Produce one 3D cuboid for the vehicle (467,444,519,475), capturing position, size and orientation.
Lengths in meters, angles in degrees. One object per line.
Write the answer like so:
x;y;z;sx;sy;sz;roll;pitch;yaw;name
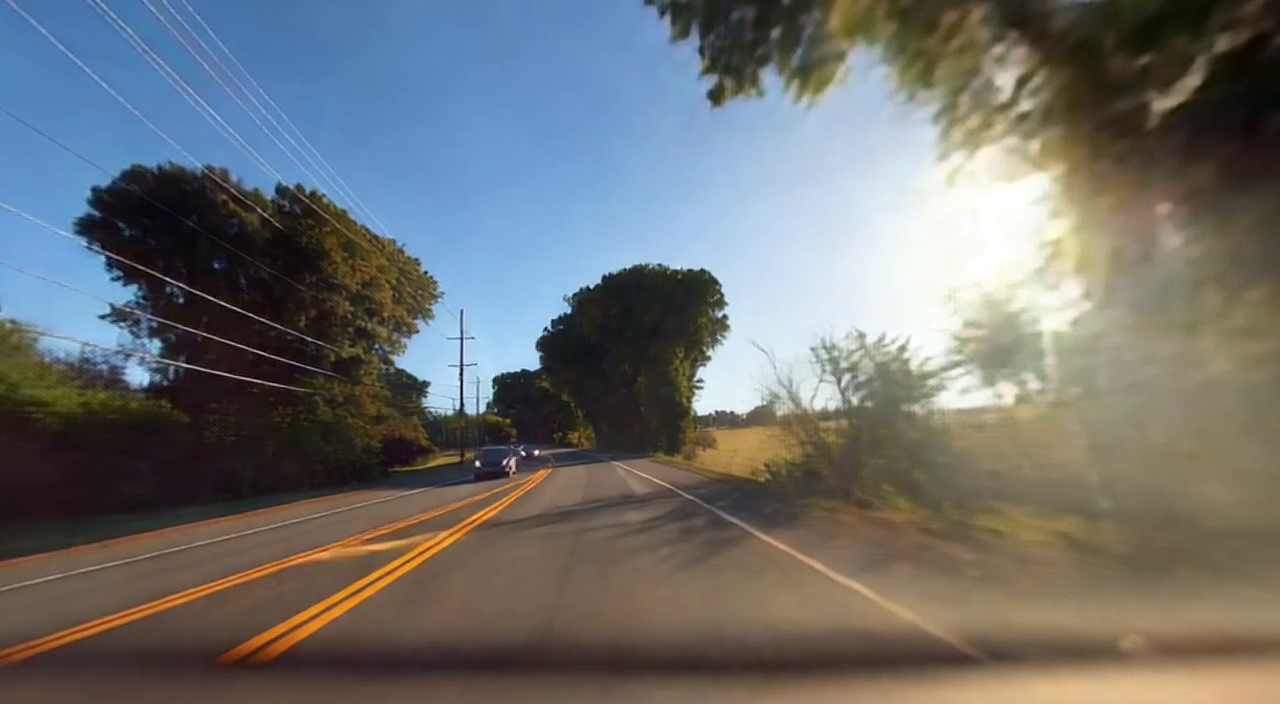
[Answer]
-8.233;6.037;35.766;2.099;1.640;4.555;0;-8;-3;vehicle
